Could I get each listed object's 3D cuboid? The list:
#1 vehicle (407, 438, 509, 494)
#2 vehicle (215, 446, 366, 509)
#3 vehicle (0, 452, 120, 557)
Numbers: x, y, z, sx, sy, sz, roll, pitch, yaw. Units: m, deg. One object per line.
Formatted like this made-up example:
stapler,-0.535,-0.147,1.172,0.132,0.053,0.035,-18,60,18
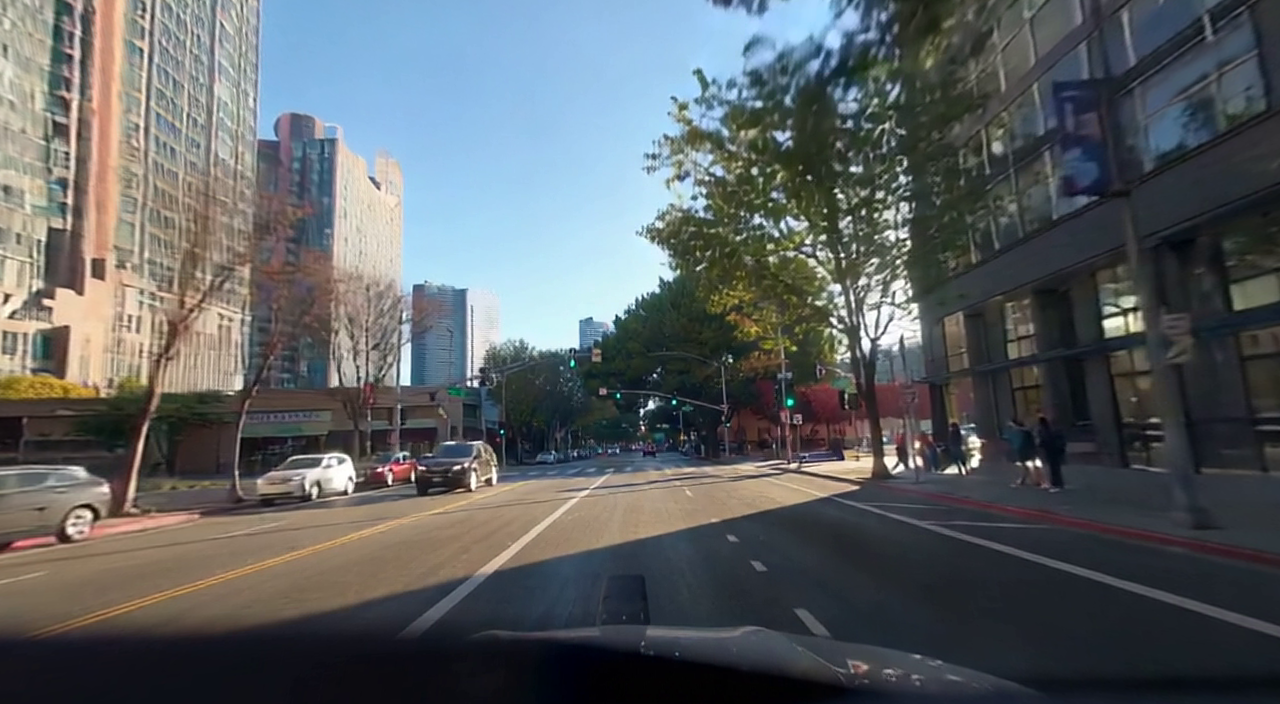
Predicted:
vehicle,-6.044,3.816,21.461,2.128,1.704,4.343,0,-8,1
vehicle,-12.211,4.363,22.551,2.126,1.963,5.547,0,-8,1
vehicle,-12.341,2.719,11.123,2.075,1.809,4.804,0,-8,0
